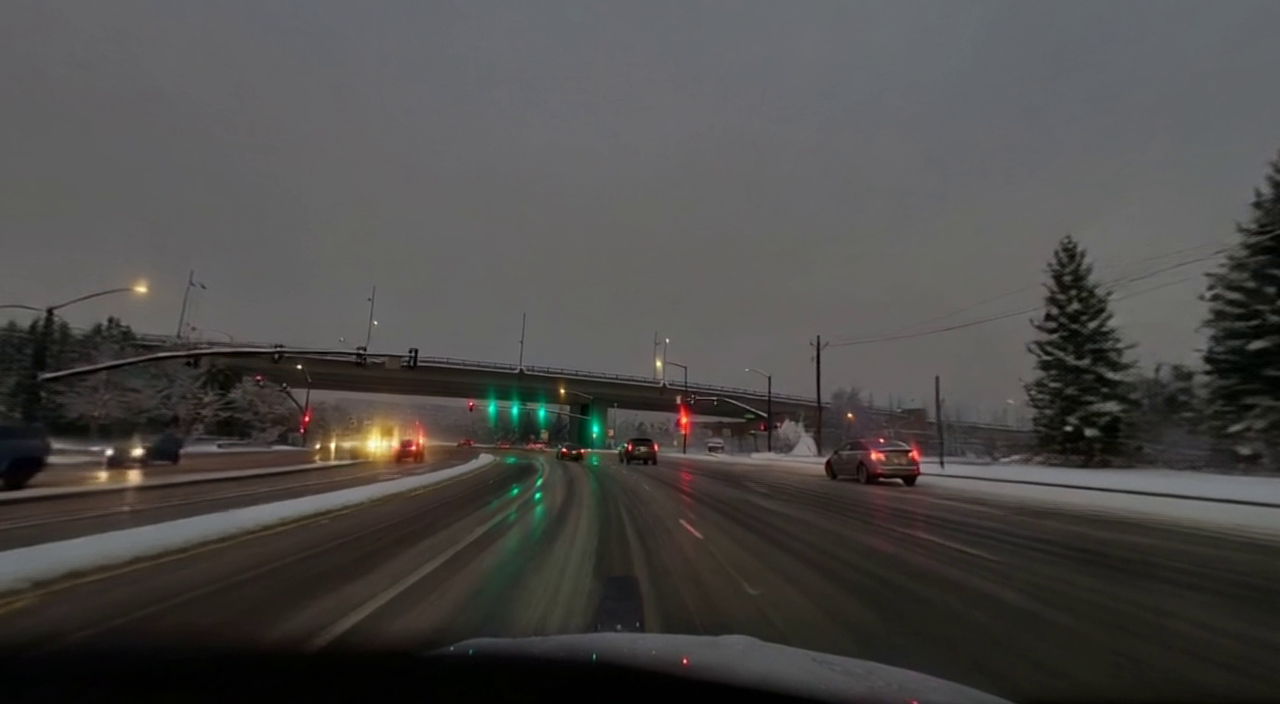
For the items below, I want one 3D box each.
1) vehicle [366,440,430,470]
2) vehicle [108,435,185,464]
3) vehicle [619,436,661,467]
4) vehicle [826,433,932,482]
[{"bbox_3d":[-14.159,6.012,37.236,2.399,1.624,4.585,1,-8,-6],"label":"vehicle"},{"bbox_3d":[-31.197,6.158,40.089,1.851,1.700,4.087,1,-9,-7],"label":"vehicle"},{"bbox_3d":[-0.047,6.069,38.665,2.024,1.724,3.928,1,-9,-8],"label":"vehicle"},{"bbox_3d":[9.383,4.164,25.310,2.130,1.741,4.665,0,-8,-4],"label":"vehicle"}]
